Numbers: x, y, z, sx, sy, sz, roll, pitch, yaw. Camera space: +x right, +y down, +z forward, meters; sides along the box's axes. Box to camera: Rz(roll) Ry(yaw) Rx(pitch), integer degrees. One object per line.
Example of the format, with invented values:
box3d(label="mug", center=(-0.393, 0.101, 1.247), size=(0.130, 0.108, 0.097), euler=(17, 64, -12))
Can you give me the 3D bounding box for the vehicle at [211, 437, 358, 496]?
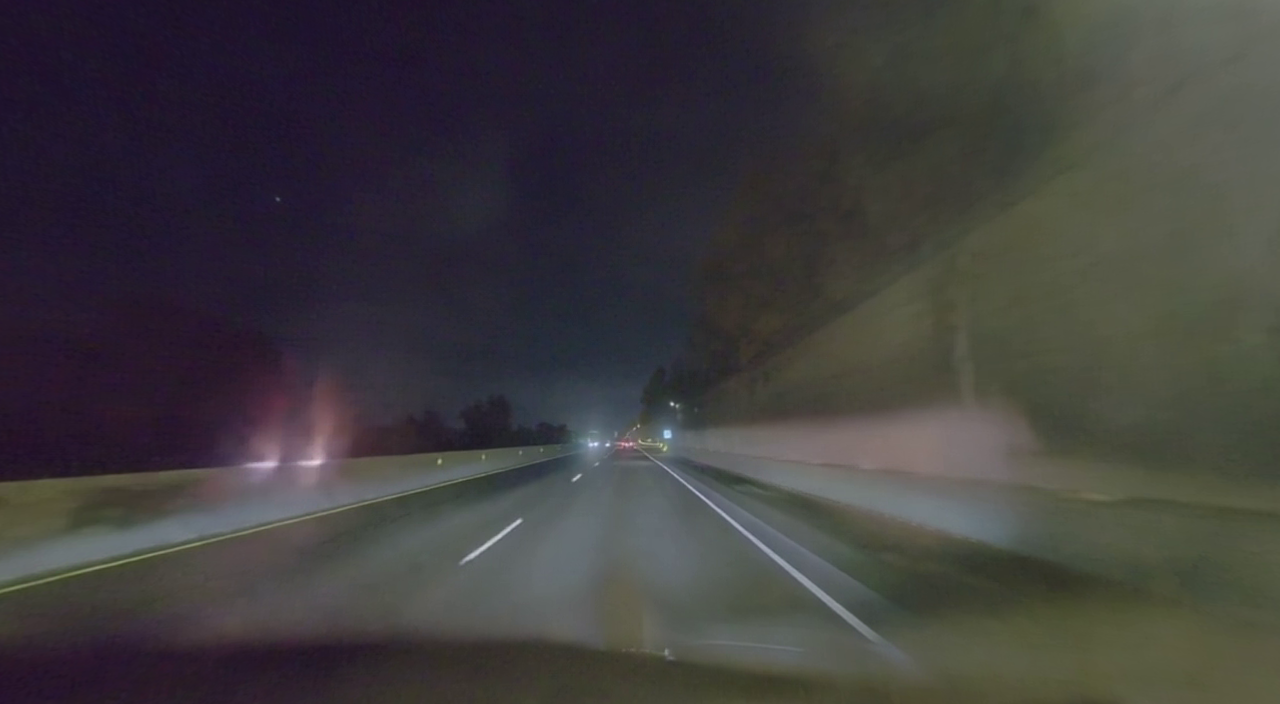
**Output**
box3d(label="vehicle", center=(-10.297, 3.296, 18.631), size=(1.889, 1.554, 4.163), euler=(0, -8, 0))
